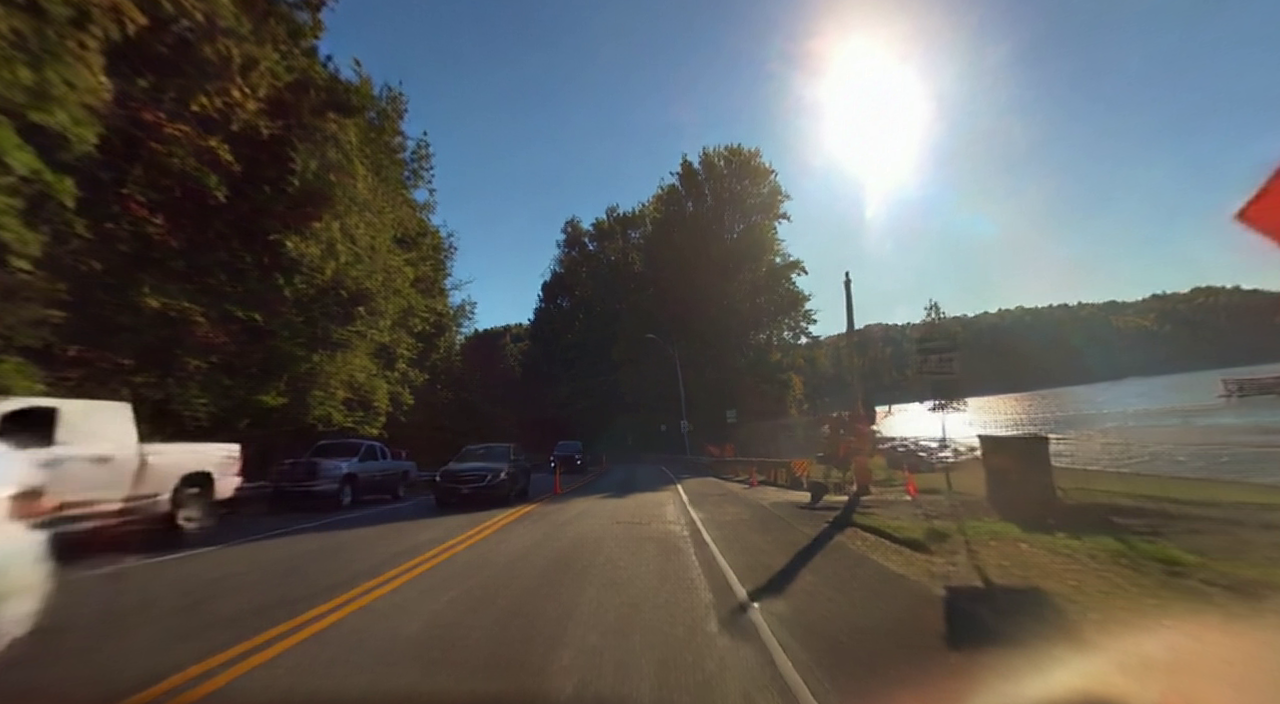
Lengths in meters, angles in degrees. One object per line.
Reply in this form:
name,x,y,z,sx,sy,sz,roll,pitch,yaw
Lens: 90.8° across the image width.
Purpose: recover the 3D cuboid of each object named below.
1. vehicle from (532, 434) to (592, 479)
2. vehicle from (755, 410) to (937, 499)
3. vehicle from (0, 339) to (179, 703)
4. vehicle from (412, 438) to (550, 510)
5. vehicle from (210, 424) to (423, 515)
vehicle,-3.673,5.037,30.829,2.221,1.969,5.153,0,-8,0
vehicle,5.373,2.826,17.895,2.845,2.053,6.457,0,-8,-1
vehicle,-4.062,0.664,1.621,2.177,1.803,4.690,0,-8,0
vehicle,-3.460,2.732,14.681,1.981,1.410,4.162,0,-8,2
vehicle,-7.946,2.936,16.514,2.353,1.943,5.853,0,-8,1
